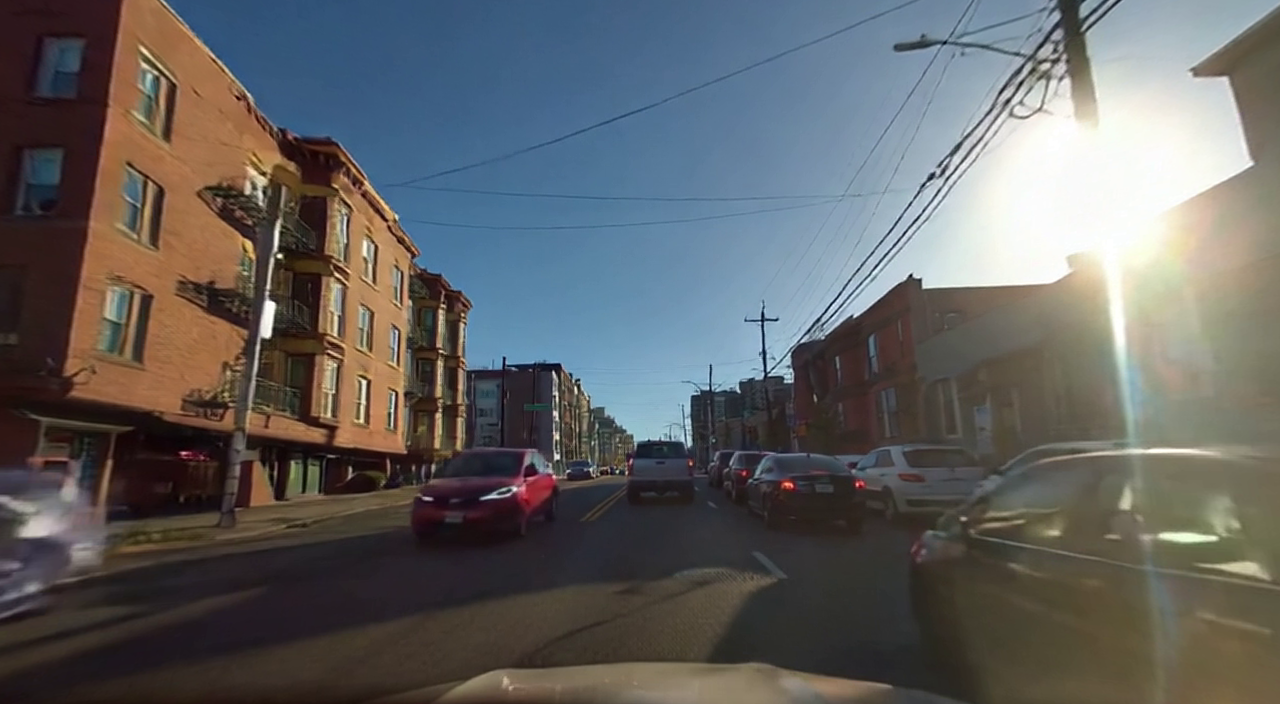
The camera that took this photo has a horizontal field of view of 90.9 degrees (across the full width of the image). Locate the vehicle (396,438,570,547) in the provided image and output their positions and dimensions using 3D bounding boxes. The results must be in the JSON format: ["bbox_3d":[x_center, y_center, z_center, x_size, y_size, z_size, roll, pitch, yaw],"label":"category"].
[{"bbox_3d":[-2.642,2.473,11.825,2.023,1.646,4.282,-1,-8,2],"label":"vehicle"}]

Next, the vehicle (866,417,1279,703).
[{"bbox_3d":[2.853,1.086,2.936,2.029,1.460,4.451,-1,-8,1],"label":"vehicle"}]

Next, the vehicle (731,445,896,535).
[{"bbox_3d":[3.322,2.727,13.275,2.116,1.487,4.988,-1,-8,1],"label":"vehicle"}]

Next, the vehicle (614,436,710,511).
[{"bbox_3d":[0.530,3.153,16.862,2.232,1.736,4.036,0,-8,0],"label":"vehicle"}]

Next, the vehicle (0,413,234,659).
[{"bbox_3d":[-5.591,1.373,4.809,1.962,1.755,4.423,-1,-8,1],"label":"vehicle"}]

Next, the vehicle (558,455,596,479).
[{"bbox_3d":[-4.247,7.823,43.088,1.966,1.470,4.528,-1,-8,2],"label":"vehicle"}]
